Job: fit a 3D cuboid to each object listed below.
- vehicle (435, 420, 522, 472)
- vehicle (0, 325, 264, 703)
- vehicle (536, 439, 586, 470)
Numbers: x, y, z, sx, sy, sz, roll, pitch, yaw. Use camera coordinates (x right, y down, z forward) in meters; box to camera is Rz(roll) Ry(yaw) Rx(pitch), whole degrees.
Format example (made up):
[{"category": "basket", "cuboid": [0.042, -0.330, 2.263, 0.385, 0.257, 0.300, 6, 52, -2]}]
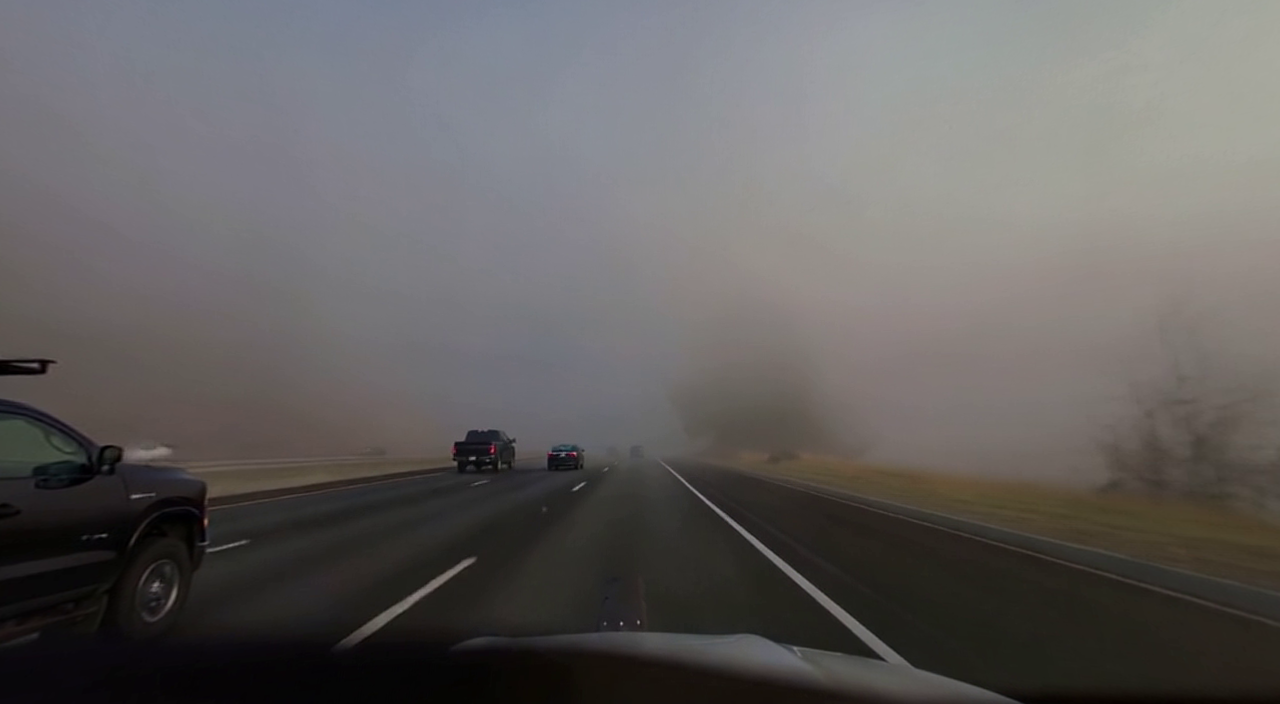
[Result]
[{"category": "vehicle", "cuboid": [-7.594, 4.545, 30.411, 2.594, 2.254, 6.028, 0, -9, 0]}, {"category": "vehicle", "cuboid": [-4.040, 0.693, 2.238, 2.200, 1.807, 5.041, 0, -9, 1]}, {"category": "vehicle", "cuboid": [-4.072, 5.410, 33.249, 2.012, 1.509, 4.359, 0, -9, 1]}]
